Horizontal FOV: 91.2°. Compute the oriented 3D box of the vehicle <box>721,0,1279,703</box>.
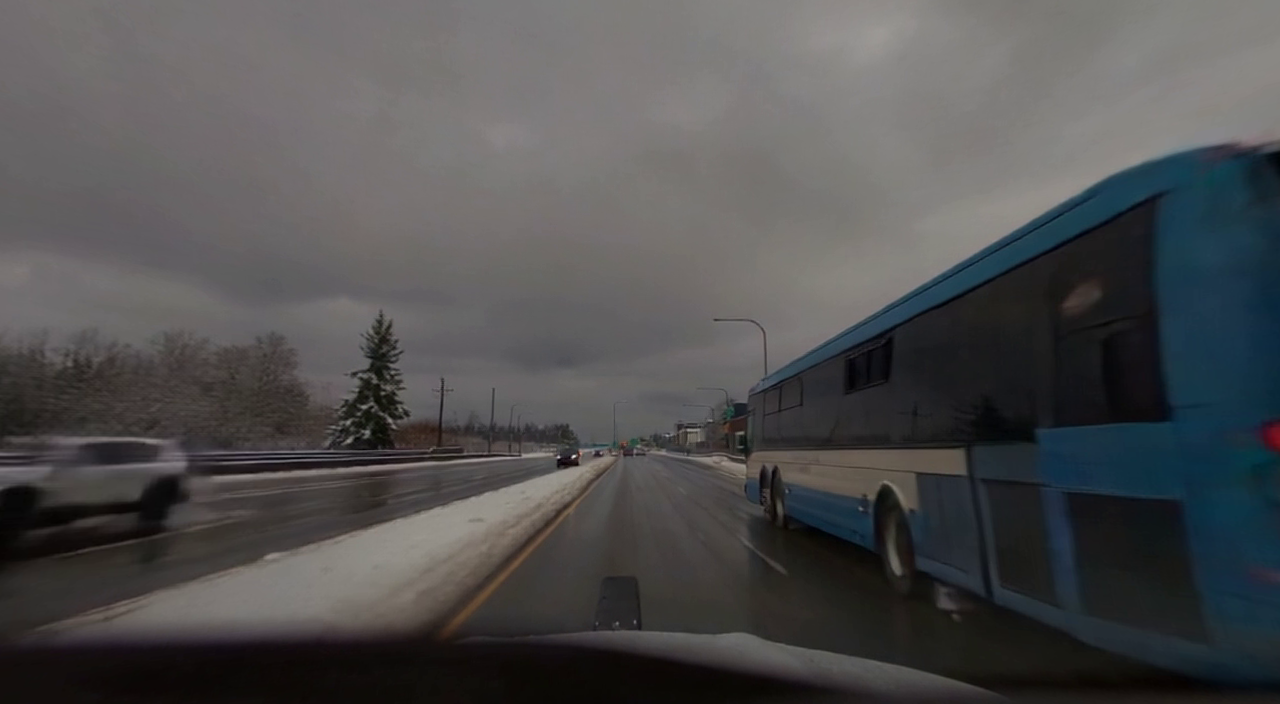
[{"bbox_3d":[3.661,0.282,7.407,3.277,4.084,14.213,0,-9,-1],"label":"vehicle"}]

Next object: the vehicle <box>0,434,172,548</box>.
[{"bbox_3d":[-9.197,1.917,8.867,1.872,1.461,4.227,0,-9,0],"label":"vehicle"}]
